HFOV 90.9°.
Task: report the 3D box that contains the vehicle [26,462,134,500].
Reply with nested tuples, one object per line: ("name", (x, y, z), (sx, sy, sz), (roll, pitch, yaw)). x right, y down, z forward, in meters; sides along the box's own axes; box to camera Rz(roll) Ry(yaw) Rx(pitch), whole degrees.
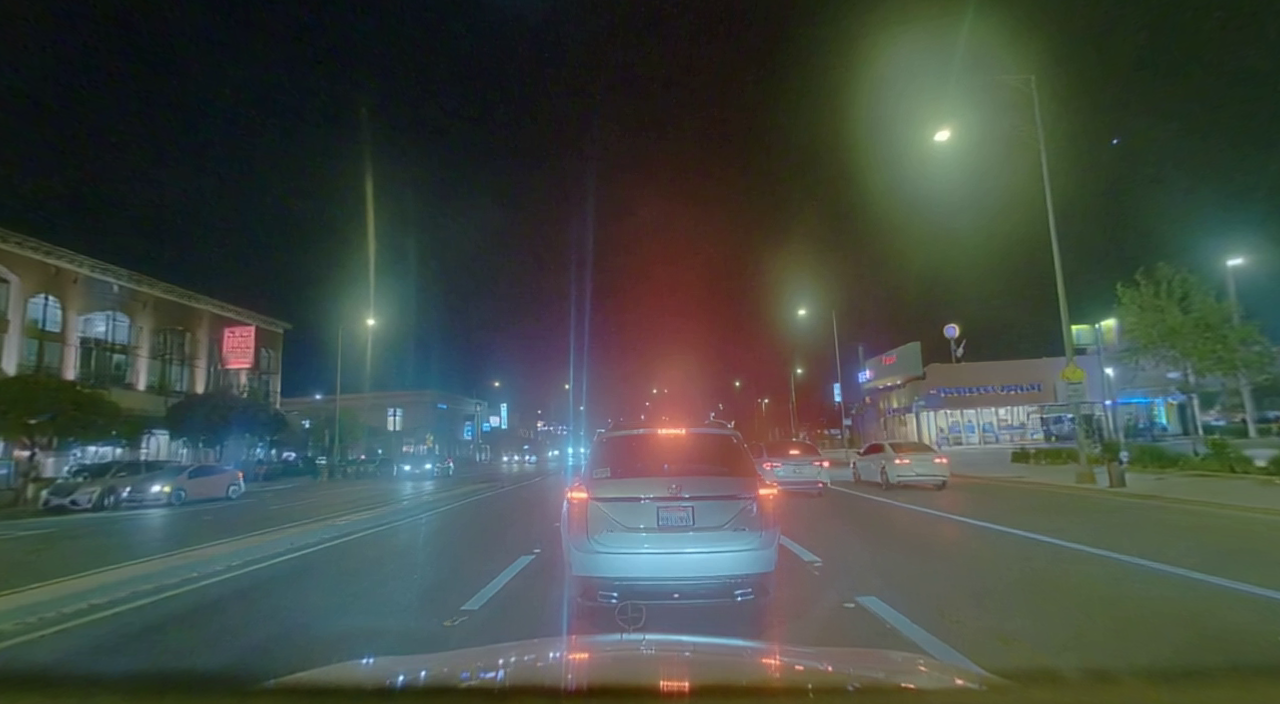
("vehicle", (-28.640, 6.603, 32.440), (2.018, 1.716, 4.042), (-1, -10, -5))

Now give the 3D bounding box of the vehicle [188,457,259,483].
("vehicle", (-27.883, 7.874, 42.379), (1.861, 1.578, 4.152), (0, -8, 1))

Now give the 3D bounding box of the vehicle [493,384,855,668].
("vehicle", (0.203, 1.309, 5.739), (2.125, 1.669, 3.880), (0, -8, 0))

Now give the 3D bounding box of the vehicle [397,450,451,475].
("vehicle", (-13.605, 6.979, 39.963), (1.991, 1.486, 3.844), (0, -8, 1))

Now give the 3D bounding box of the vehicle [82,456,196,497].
("vehicle", (-25.845, 6.401, 32.783), (2.026, 1.808, 4.835), (0, -8, -2))

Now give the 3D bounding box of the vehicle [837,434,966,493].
("vehicle", (7.286, 3.129, 18.104), (1.914, 1.470, 4.213), (0, -8, 0))

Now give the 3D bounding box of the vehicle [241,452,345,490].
("vehicle", (-17.093, 5.857, 31.377), (1.981, 1.659, 4.608), (-2, -8, 10))
